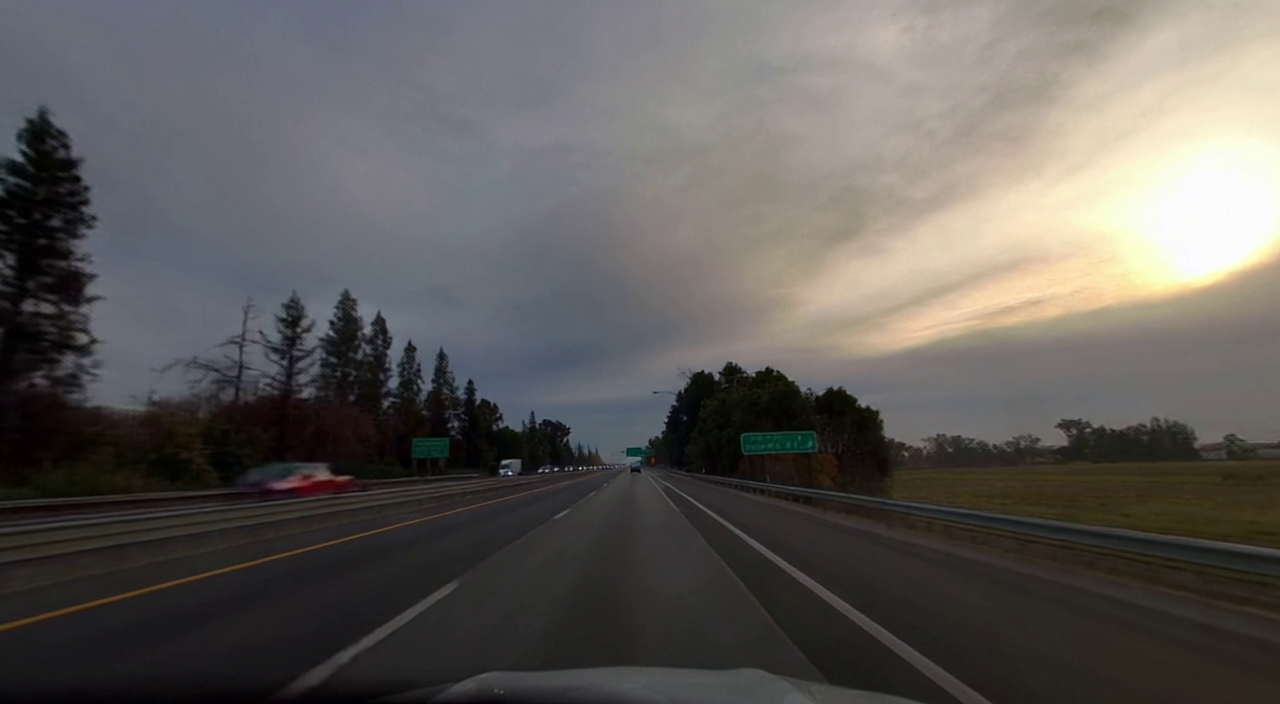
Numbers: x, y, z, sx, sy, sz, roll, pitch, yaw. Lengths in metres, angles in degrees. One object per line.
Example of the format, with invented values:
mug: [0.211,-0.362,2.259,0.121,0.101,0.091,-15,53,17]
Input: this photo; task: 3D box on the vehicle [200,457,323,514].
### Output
vehicle: [-12.314,4.370,20.822,1.680,1.675,3.717,1,-11,0]
